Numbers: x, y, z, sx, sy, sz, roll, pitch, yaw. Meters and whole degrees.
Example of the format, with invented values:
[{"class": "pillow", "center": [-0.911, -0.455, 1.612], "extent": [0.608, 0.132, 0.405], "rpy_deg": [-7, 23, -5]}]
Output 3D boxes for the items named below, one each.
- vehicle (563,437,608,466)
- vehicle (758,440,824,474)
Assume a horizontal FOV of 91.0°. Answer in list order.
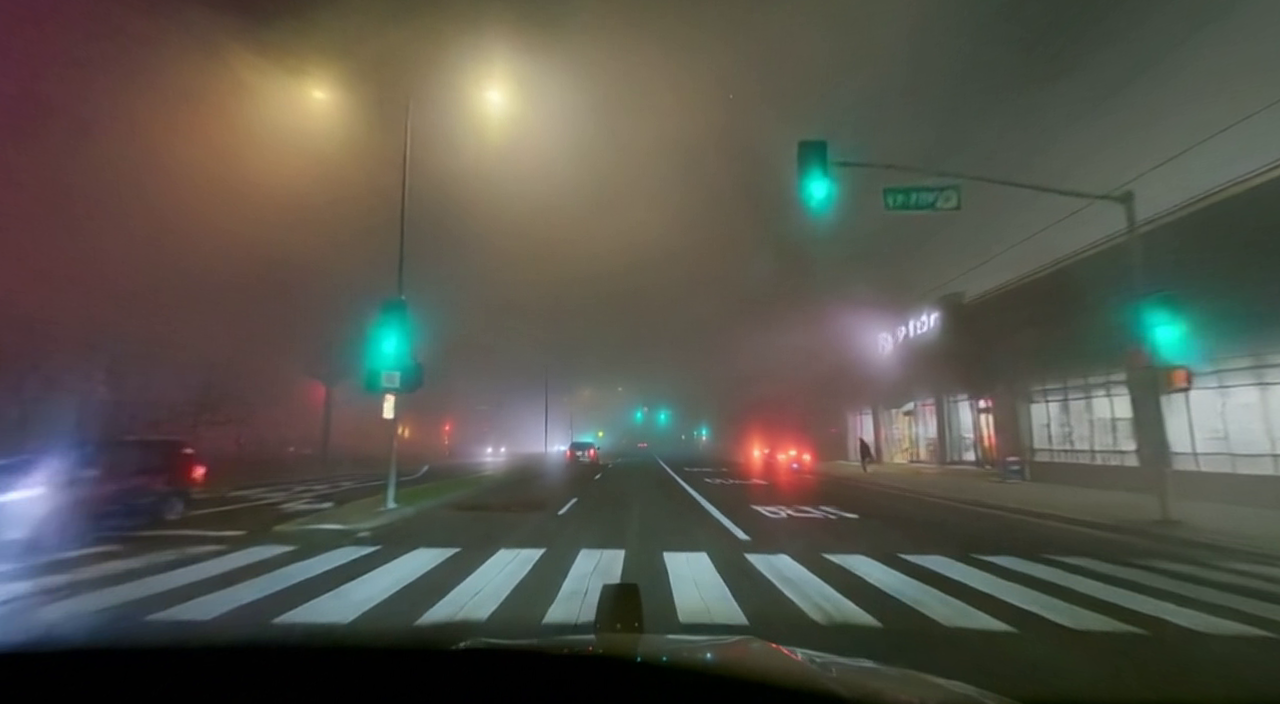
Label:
[{"class": "vehicle", "center": [-2.921, 5.454, 34.549], "extent": [2.078, 1.471, 4.217], "rpy_deg": [0, -8, 0]}, {"class": "vehicle", "center": [7.277, 5.060, 30.779], "extent": [1.968, 1.493, 4.878], "rpy_deg": [0, -8, -1]}]
